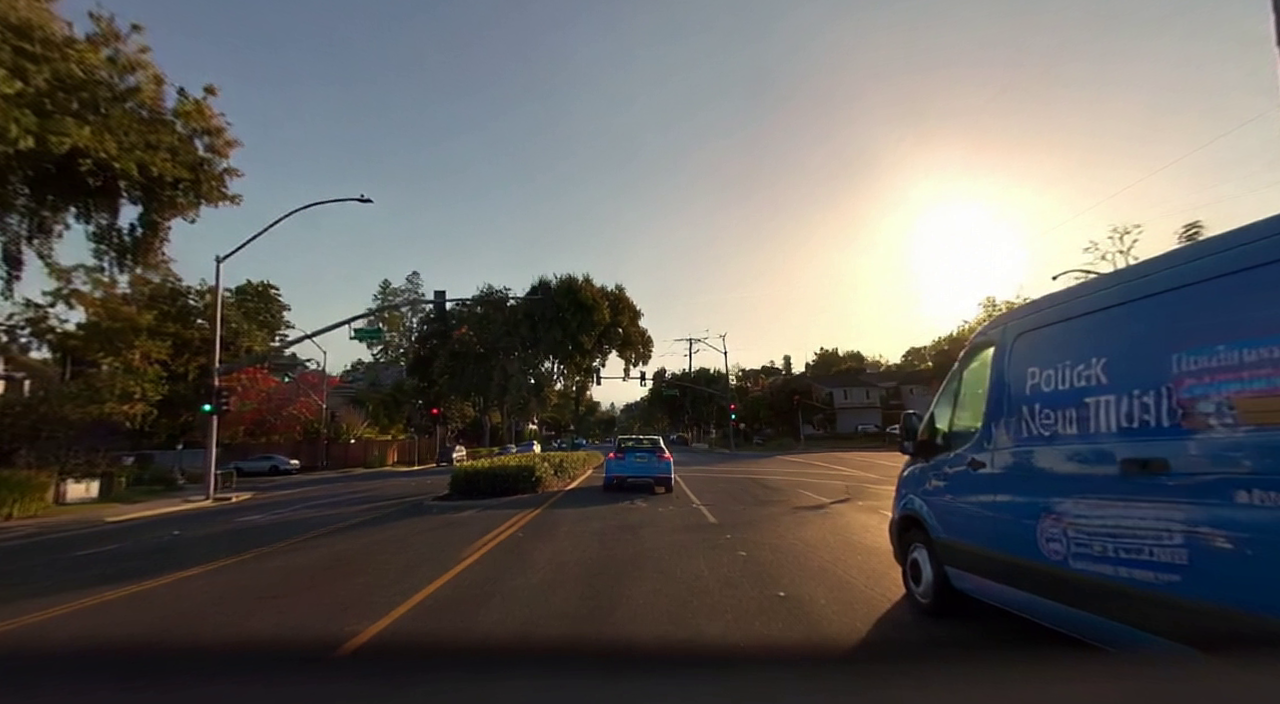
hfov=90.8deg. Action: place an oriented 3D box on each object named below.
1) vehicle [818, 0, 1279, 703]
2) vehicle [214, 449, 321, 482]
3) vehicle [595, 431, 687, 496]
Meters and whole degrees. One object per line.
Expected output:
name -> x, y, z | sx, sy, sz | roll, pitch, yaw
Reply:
vehicle -> 2.949, 0.143, 1.882 | 2.770, 3.054, 7.271 | 0, -9, 1
vehicle -> -20.018, 6.106, 34.086 | 4.588, 1.703, 1.879 | -1, -9, 1
vehicle -> 0.008, 2.846, 16.436 | 2.104, 1.462, 3.991 | 0, -9, 0
